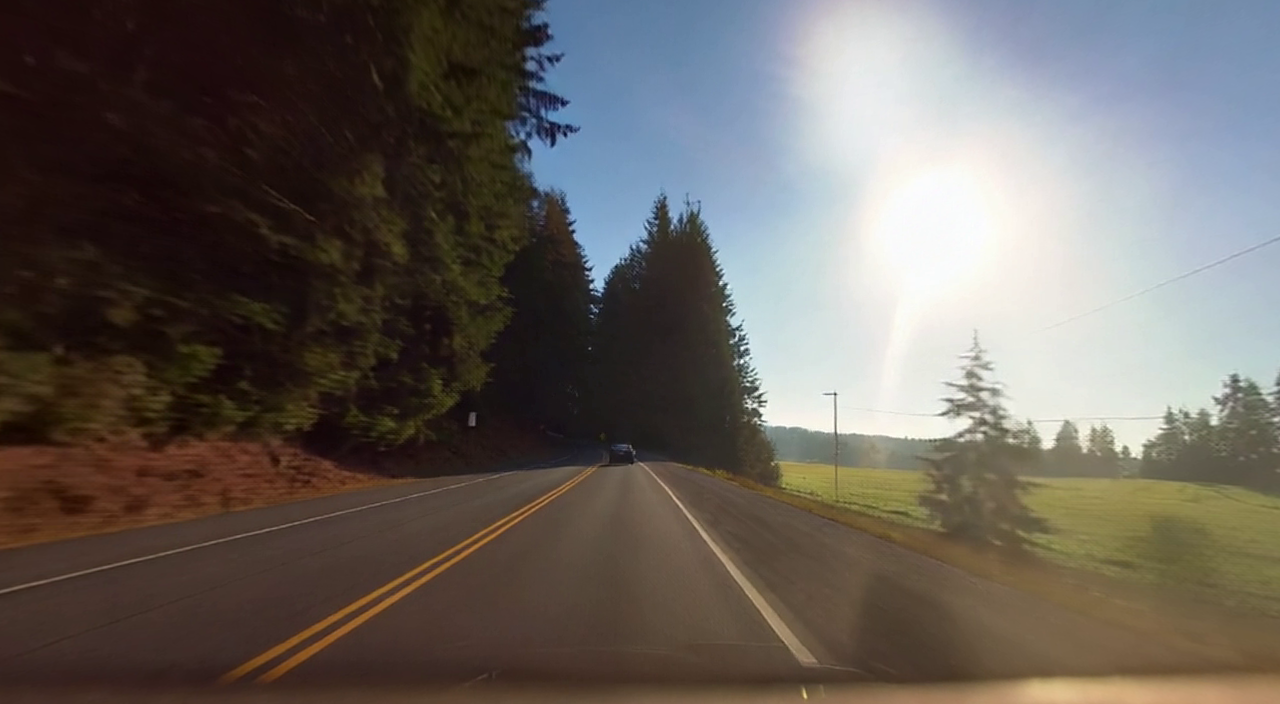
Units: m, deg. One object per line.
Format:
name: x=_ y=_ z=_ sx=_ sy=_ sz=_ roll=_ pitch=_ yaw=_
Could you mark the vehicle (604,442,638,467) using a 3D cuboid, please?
vehicle: x=-1.193 y=6.451 z=39.891 sx=2.042 sy=1.489 sz=3.963 roll=0 pitch=-9 yaw=-2
